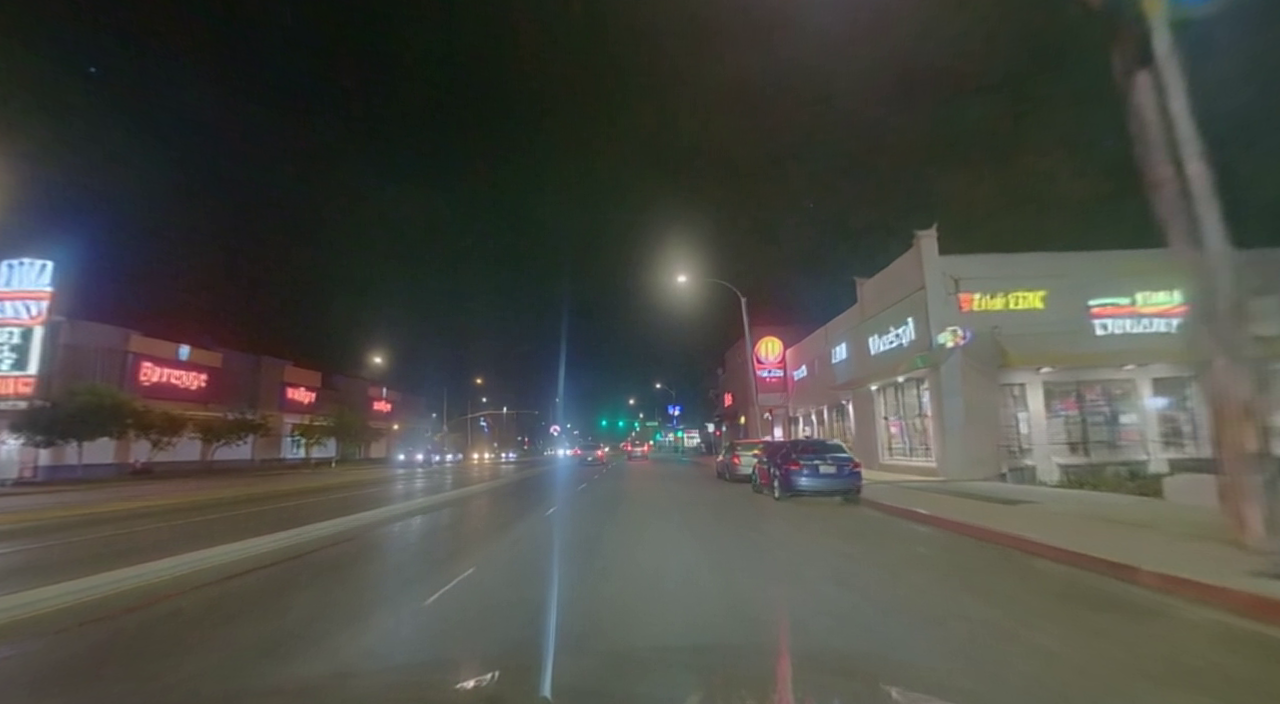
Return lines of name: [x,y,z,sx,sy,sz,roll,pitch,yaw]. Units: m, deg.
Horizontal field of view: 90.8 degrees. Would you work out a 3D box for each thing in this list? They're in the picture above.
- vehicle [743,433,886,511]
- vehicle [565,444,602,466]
vehicle: [3.804,2.718,14.800,1.922,1.507,4.824,0,-9,-1]
vehicle: [-3.869,7.190,44.250,2.179,1.490,4.742,0,-9,0]
